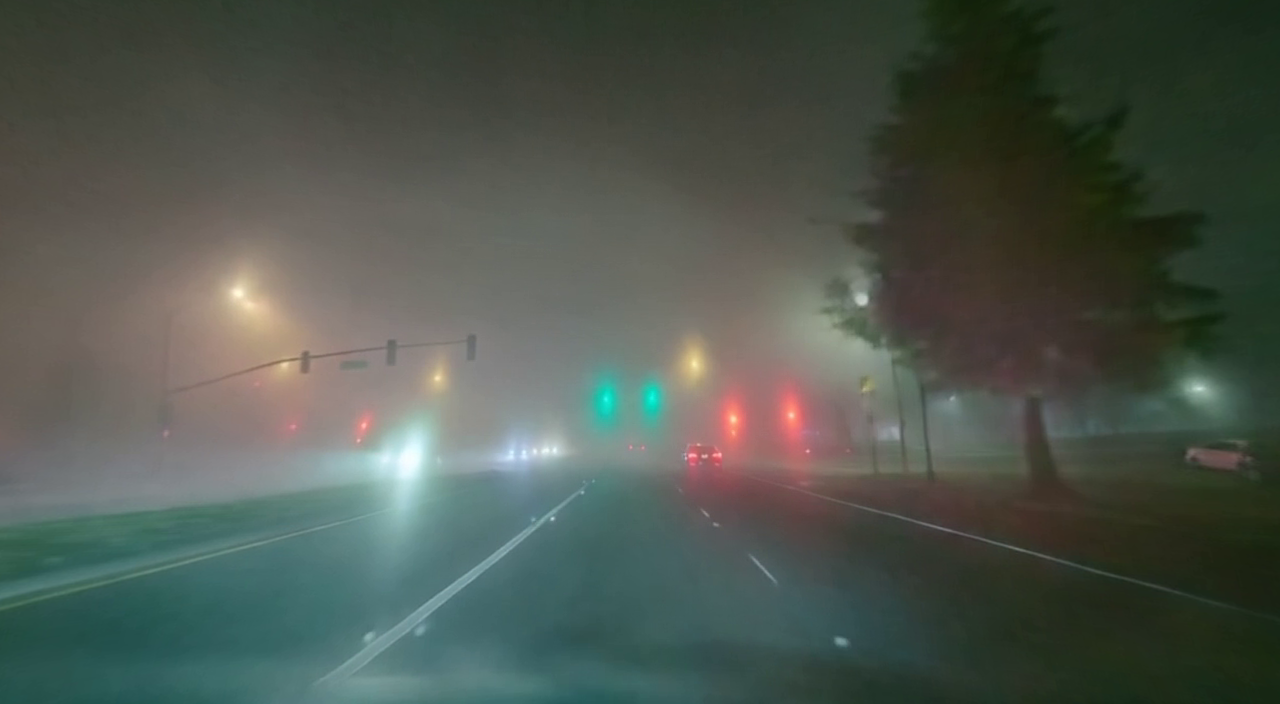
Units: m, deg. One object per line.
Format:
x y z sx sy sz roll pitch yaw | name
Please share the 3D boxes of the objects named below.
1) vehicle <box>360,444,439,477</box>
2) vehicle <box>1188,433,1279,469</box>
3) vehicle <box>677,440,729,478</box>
-11.814 5.349 31.404 2.059 1.503 4.483 0 -9 1 | vehicle
25.503 4.133 26.373 1.828 1.384 3.794 0 -9 1 | vehicle
3.093 5.369 31.933 2.069 1.761 4.610 0 -9 -1 | vehicle
